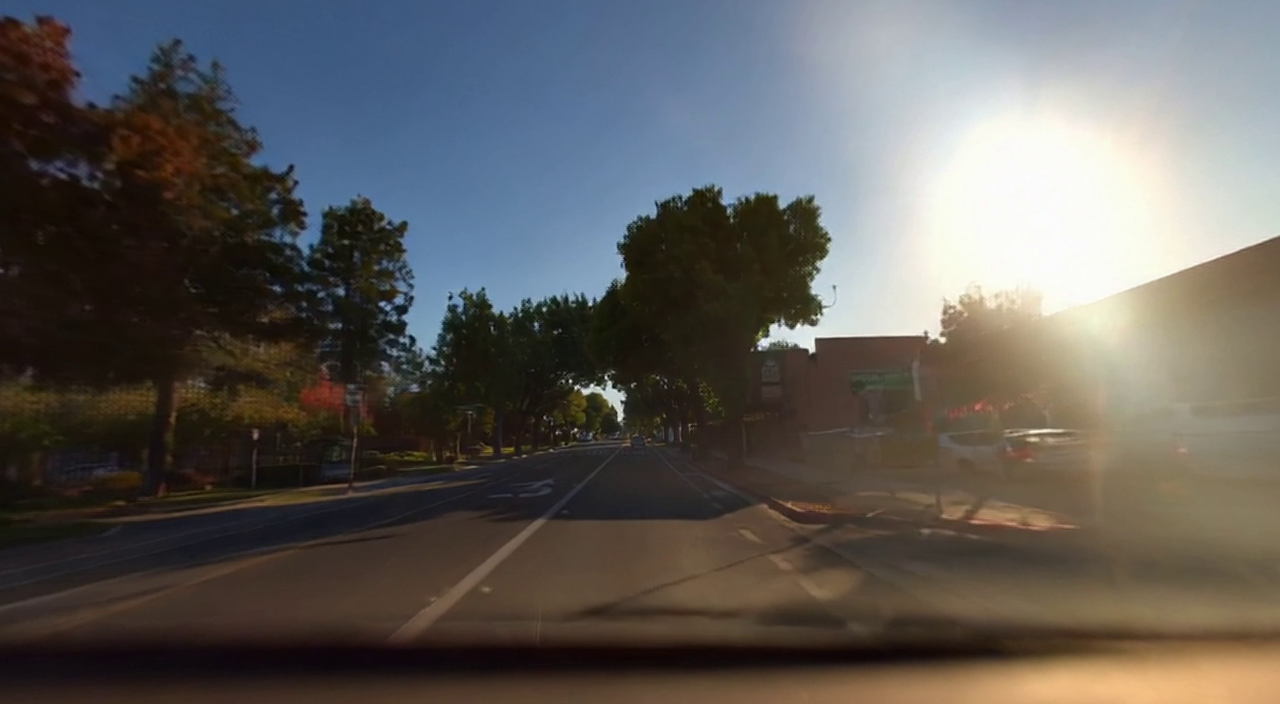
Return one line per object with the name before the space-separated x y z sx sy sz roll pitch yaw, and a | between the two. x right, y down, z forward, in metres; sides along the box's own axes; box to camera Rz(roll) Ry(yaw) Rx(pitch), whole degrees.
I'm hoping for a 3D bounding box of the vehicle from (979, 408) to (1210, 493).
vehicle | 11.083 2.602 15.955 2.001 1.744 4.449 -1 -12 -9
